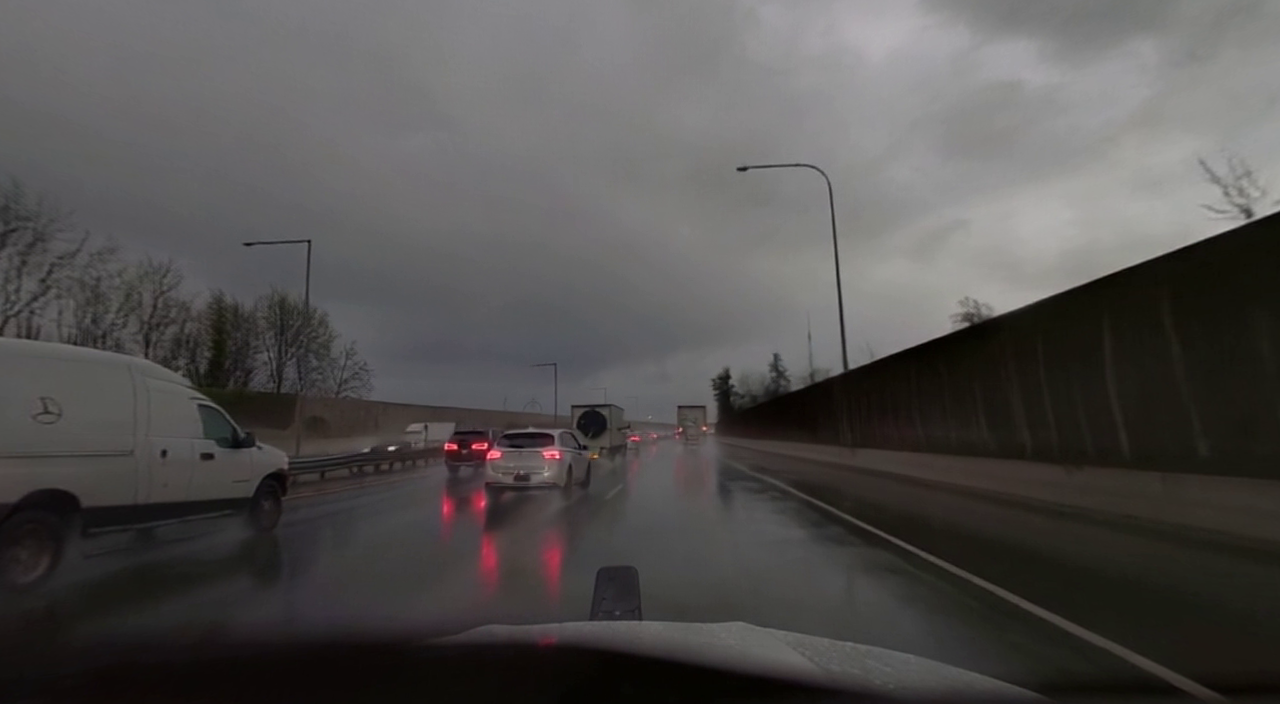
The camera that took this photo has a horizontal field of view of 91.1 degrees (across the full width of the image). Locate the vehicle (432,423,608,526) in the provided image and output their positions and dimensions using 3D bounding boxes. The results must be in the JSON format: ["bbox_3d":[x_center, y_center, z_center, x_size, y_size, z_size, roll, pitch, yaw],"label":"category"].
[{"bbox_3d":[-1.880,2.073,11.348,2.089,1.485,4.153,-1,-8,4],"label":"vehicle"}]

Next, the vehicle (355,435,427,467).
[{"bbox_3d":[-13.204,5.264,33.631,1.891,1.586,4.248,-1,-8,3],"label":"vehicle"}]

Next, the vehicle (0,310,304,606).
[{"bbox_3d":[-6.462,1.073,6.643,2.386,2.435,5.831,0,-8,2],"label":"vehicle"}]
